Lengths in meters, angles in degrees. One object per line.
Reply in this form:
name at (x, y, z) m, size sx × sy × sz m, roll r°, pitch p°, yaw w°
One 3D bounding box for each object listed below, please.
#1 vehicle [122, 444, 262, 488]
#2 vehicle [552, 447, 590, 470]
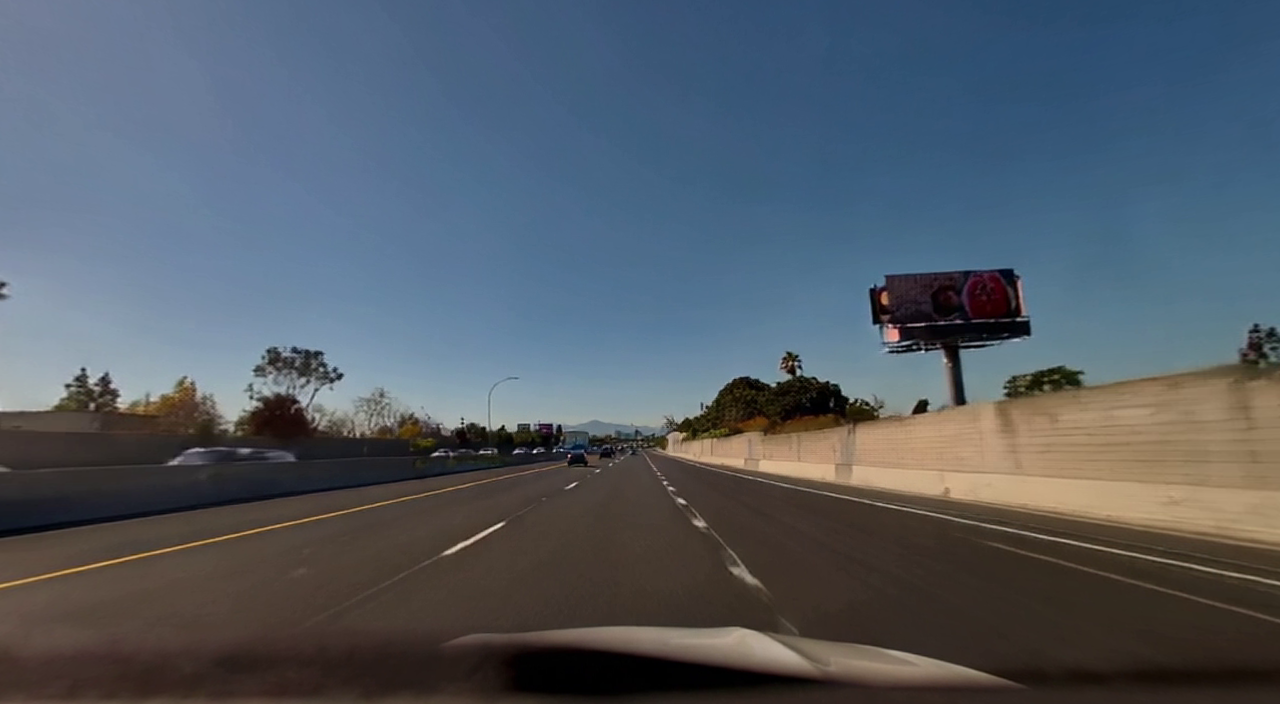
vehicle at (-18.552, 4.689, 26.539) m, size 2.273 × 1.652 × 4.927 m, roll 0°, pitch -8°, yaw 0°
vehicle at (-4.617, 7.179, 42.923) m, size 2.078 × 1.457 × 4.648 m, roll 0°, pitch -8°, yaw 0°
